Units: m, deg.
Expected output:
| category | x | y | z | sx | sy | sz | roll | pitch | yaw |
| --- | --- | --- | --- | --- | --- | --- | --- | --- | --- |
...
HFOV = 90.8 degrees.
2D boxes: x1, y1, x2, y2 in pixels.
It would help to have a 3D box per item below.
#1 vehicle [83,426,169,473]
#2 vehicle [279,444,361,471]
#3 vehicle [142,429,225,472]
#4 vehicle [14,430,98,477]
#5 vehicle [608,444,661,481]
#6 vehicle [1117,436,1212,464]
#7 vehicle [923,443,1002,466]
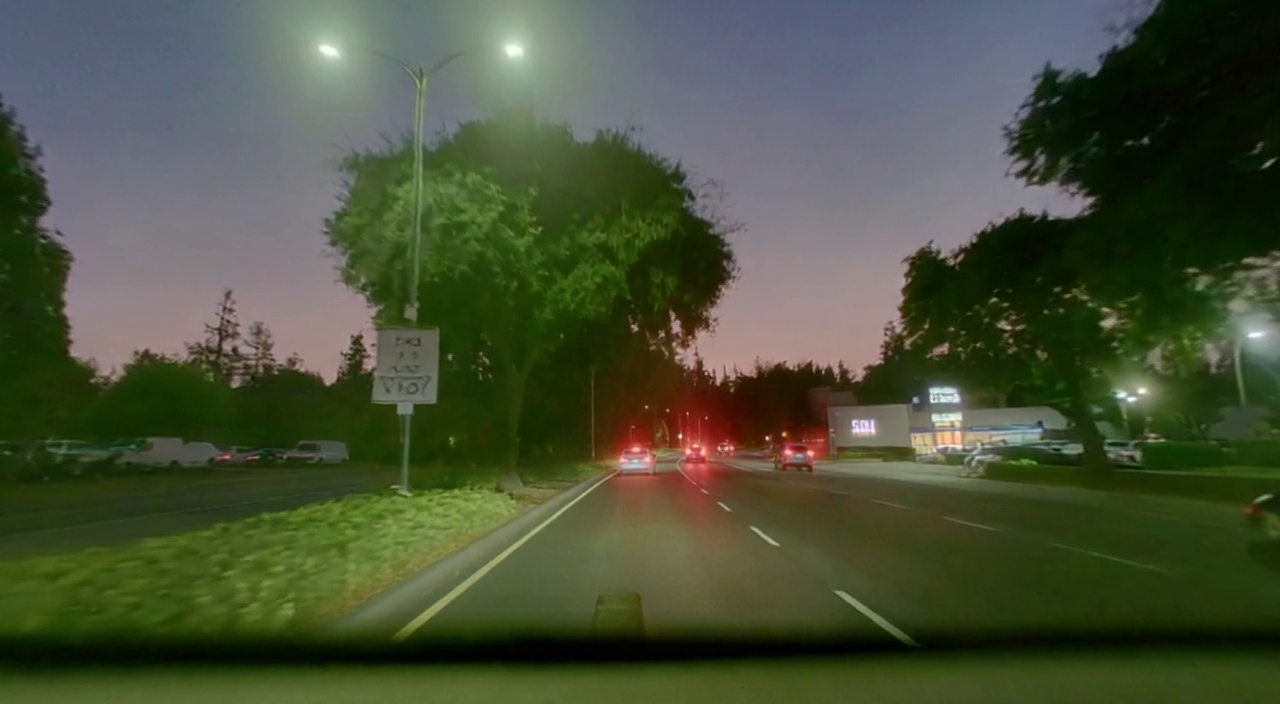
| category | x | y | z | sx | sy | sz | roll | pitch | yaw |
| --- | --- | --- | --- | --- | --- | --- | --- | --- | --- |
| vehicle | -31.986 | 6.129 | 39.268 | 5.926 | 2.638 | 2.413 | -8 | -12 | 35 |
| vehicle | -24.042 | 7.898 | 47.582 | 5.104 | 1.947 | 2.106 | 6 | -10 | -35 |
| vehicle | -30.242 | 6.590 | 41.817 | 5.689 | 2.583 | 2.285 | -7 | -12 | 32 |
| vehicle | -34.534 | 5.938 | 37.293 | 6.029 | 2.538 | 2.343 | -6 | -10 | 37 |
| vehicle | -0.195 | 4.687 | 27.060 | 2.095 | 1.456 | 3.873 | 0 | -8 | 1 |
| vehicle | 34.668 | 6.517 | 41.861 | 4.366 | 1.723 | 1.944 | -1 | -10 | 4 |
| vehicle | 21.461 | 6.819 | 42.206 | 4.197 | 1.505 | 1.915 | 0 | -8 | 1 |
